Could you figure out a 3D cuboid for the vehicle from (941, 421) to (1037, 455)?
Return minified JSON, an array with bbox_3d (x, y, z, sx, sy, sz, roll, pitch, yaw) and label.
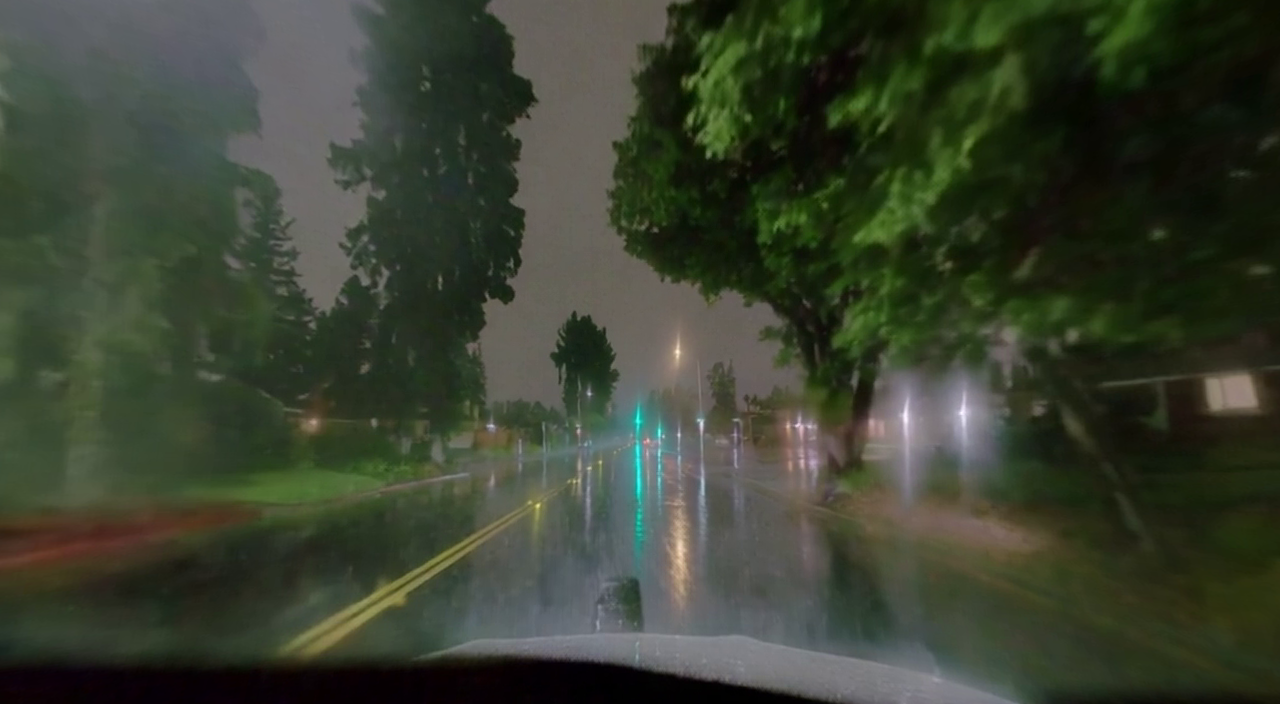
[{"bbox_3d":[16.397,4.116,29.918,1.783,1.431,4.757,0,-8,-1],"label":"vehicle"}]
